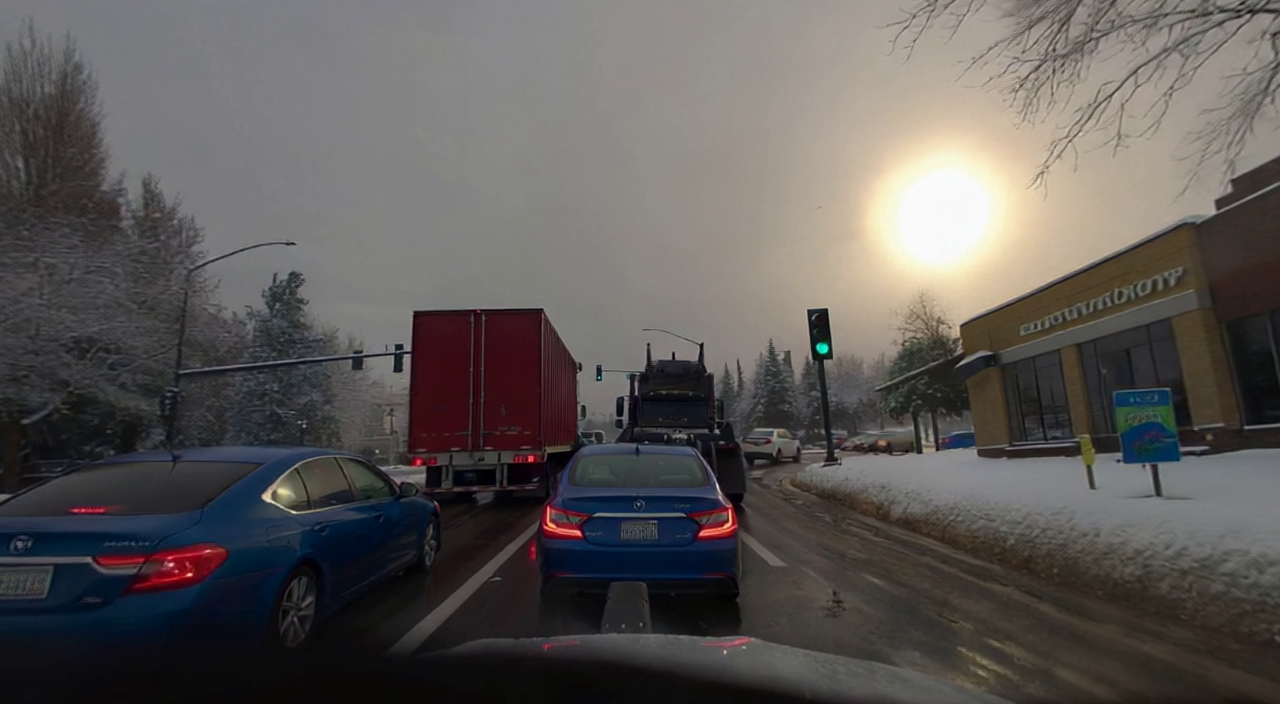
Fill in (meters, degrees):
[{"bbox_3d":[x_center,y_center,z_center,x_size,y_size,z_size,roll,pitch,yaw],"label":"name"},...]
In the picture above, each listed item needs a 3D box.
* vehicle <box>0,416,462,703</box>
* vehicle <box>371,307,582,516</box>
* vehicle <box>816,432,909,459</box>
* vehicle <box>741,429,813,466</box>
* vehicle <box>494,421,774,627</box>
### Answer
[{"bbox_3d":[-3.096,1.366,5.170,1.969,1.471,4.378,0,-8,0],"label":"vehicle"},{"bbox_3d":[-3.264,1.562,14.962,3.020,3.800,7.105,0,-8,0],"label":"vehicle"},{"bbox_3d":[12.631,5.340,35.825,4.574,1.478,1.880,-1,-8,3],"label":"vehicle"},{"bbox_3d":[7.254,5.128,33.819,2.061,1.845,4.829,1,-9,-10],"label":"vehicle"},{"bbox_3d":[-0.098,1.580,6.782,2.067,1.506,4.118,0,-8,-2],"label":"vehicle"}]
